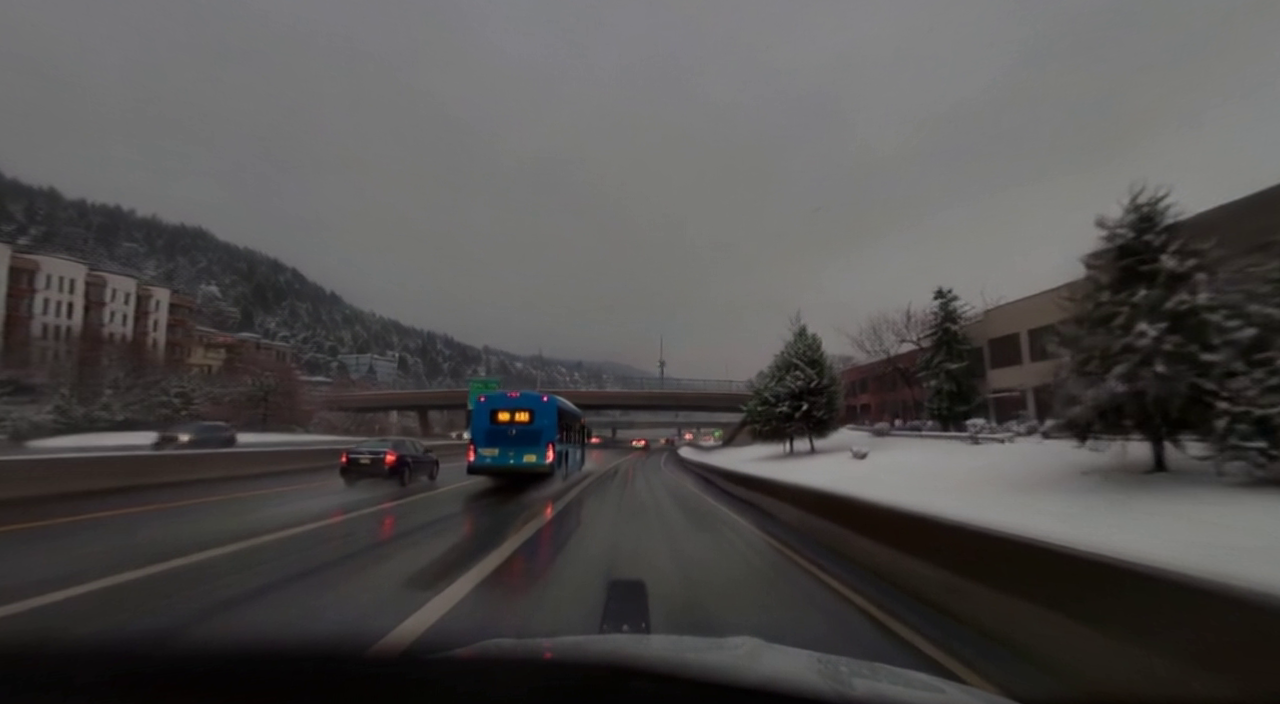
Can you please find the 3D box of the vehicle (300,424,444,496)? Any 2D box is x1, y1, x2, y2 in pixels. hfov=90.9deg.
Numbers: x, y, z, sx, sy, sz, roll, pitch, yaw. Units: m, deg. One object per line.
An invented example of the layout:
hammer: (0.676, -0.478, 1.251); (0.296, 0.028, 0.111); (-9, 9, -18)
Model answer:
vehicle: (-7.091, 2.926, 17.310); (1.993, 1.690, 4.450); (0, -9, 0)

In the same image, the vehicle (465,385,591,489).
vehicle: (-3.511, 3.103, 22.174); (2.888, 2.944, 8.373); (0, -9, 0)
